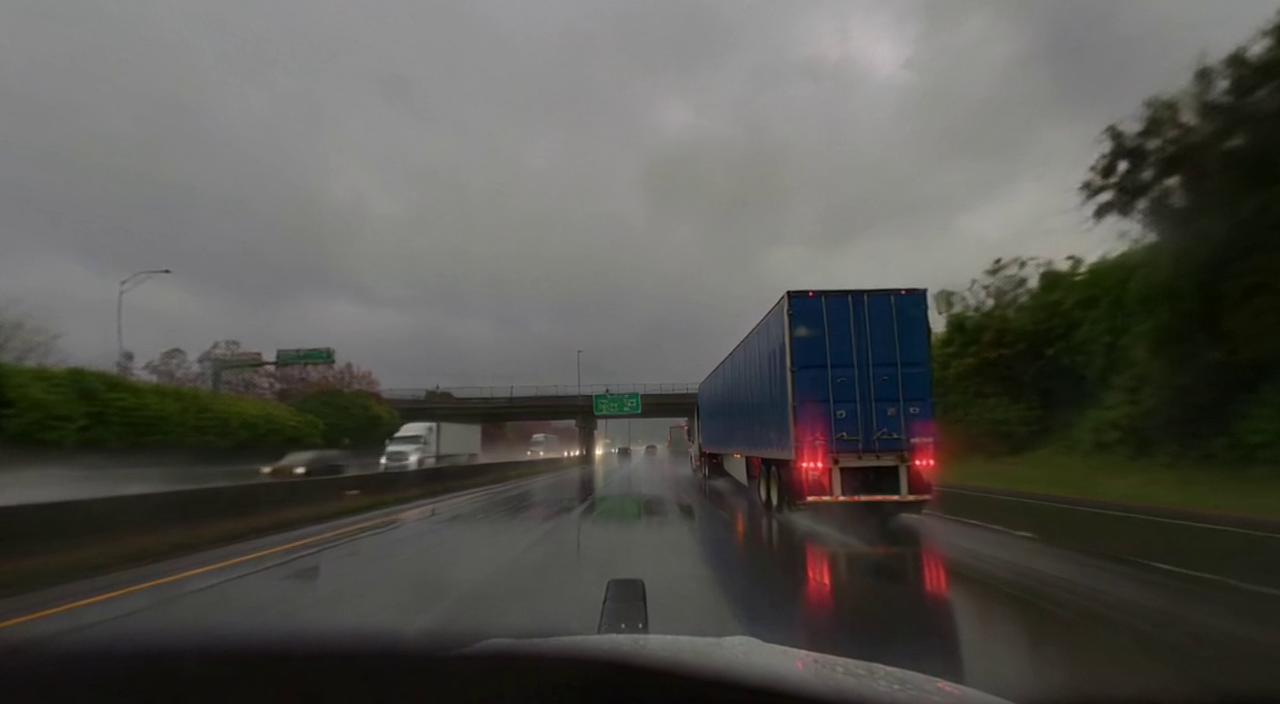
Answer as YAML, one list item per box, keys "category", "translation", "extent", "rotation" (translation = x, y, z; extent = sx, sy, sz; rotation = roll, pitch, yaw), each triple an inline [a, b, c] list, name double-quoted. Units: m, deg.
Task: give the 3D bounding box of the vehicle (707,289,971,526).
- category: "vehicle"
  translation: [4.094, 1.996, 17.833]
  extent: [2.825, 4.054, 14.210]
  rotation: [0, -9, 0]

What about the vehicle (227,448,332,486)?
- category: "vehicle"
  translation: [-14.725, 4.698, 26.058]
  extent: [1.923, 1.444, 4.006]
  rotation: [0, -9, 1]
